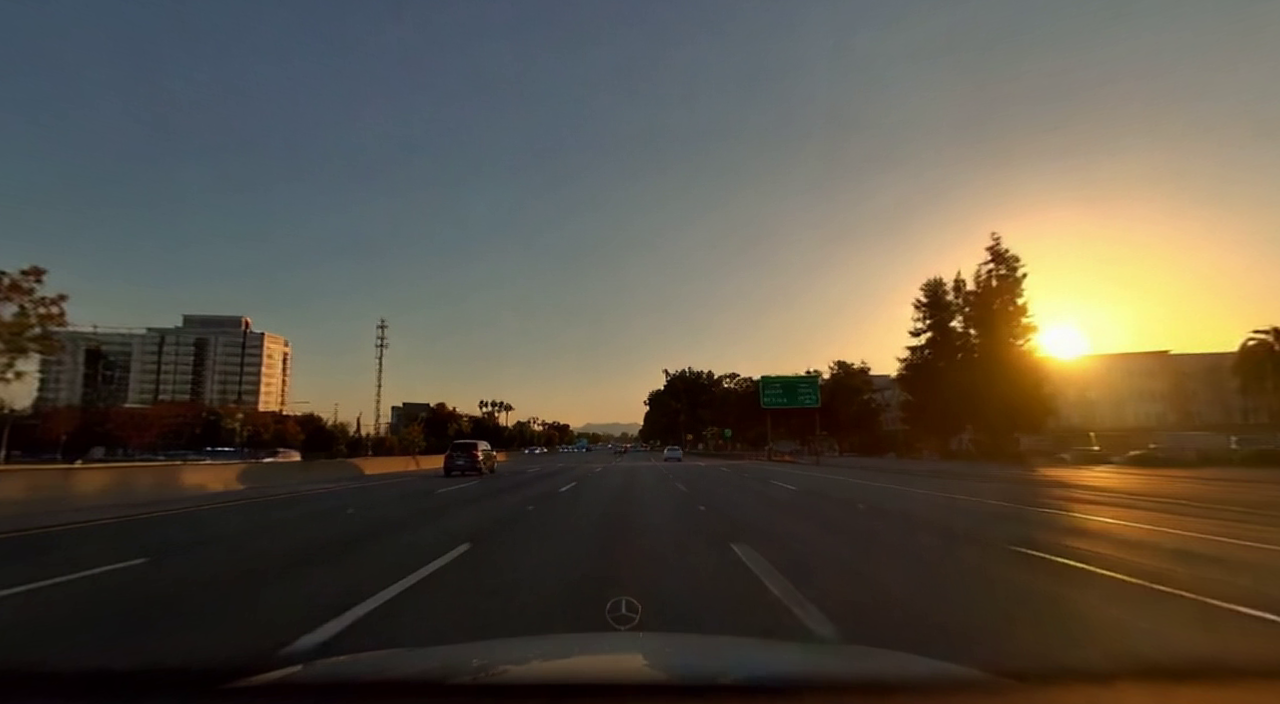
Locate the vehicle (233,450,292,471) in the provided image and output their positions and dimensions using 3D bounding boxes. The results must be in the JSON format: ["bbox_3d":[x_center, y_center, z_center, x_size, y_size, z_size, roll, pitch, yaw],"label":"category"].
[{"bbox_3d":[-28.827,8.291,48.370,1.793,1.465,4.385,0,-9,0],"label":"vehicle"}]

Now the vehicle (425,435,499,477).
[{"bbox_3d":[-8.013,4.716,28.853,2.089,1.724,4.327,0,-9,0],"label":"vehicle"}]
